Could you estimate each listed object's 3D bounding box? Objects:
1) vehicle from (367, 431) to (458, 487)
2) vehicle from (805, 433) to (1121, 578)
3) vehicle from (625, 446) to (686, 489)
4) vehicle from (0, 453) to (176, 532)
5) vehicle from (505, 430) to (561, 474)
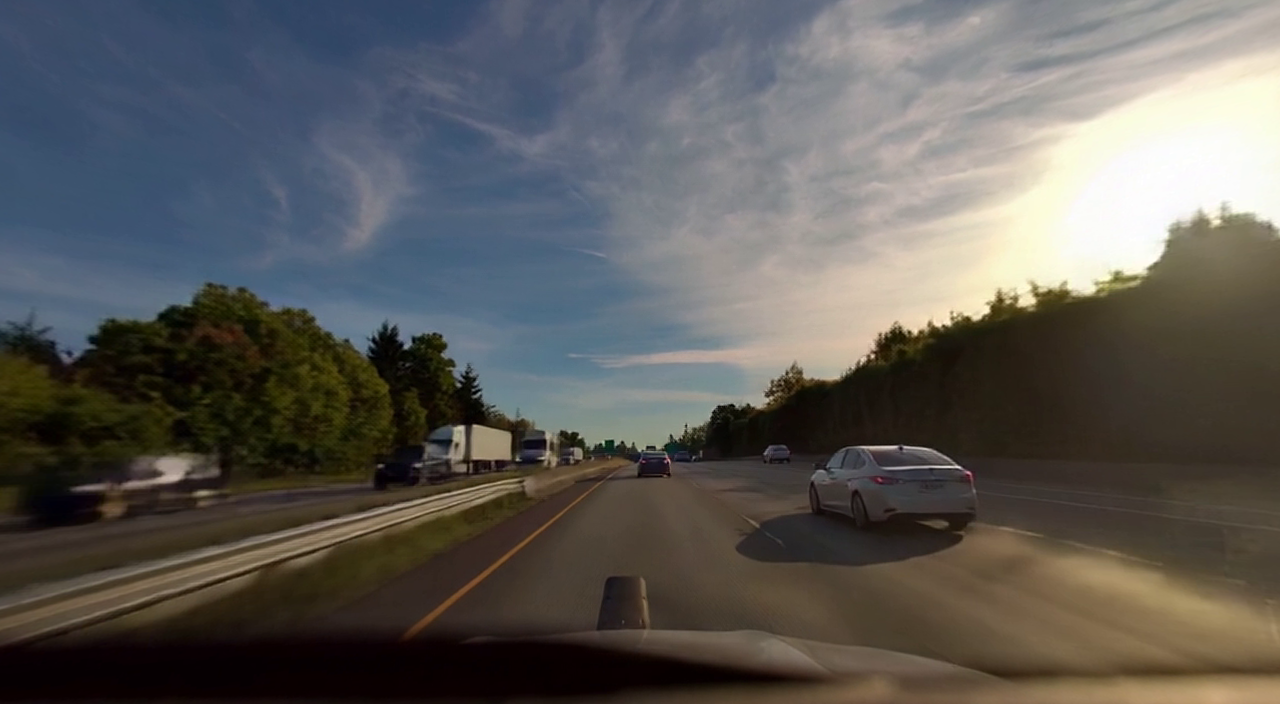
[{"bbox_3d":[-11.937,5.688,33.682,2.479,2.706,5.906,0,-9,2],"label":"vehicle"},{"bbox_3d":[3.906,1.925,8.707,2.029,1.475,4.279,0,-9,-1],"label":"vehicle"},{"bbox_3d":[0.569,4.436,24.555,2.177,1.520,4.278,0,-9,1],"label":"vehicle"},{"bbox_3d":[-14.394,3.416,15.872,2.095,1.670,4.187,0,-9,2],"label":"vehicle"},{"bbox_3d":[-7.756,7.378,46.706,2.687,2.948,7.422,0,-9,1],"label":"vehicle"}]
